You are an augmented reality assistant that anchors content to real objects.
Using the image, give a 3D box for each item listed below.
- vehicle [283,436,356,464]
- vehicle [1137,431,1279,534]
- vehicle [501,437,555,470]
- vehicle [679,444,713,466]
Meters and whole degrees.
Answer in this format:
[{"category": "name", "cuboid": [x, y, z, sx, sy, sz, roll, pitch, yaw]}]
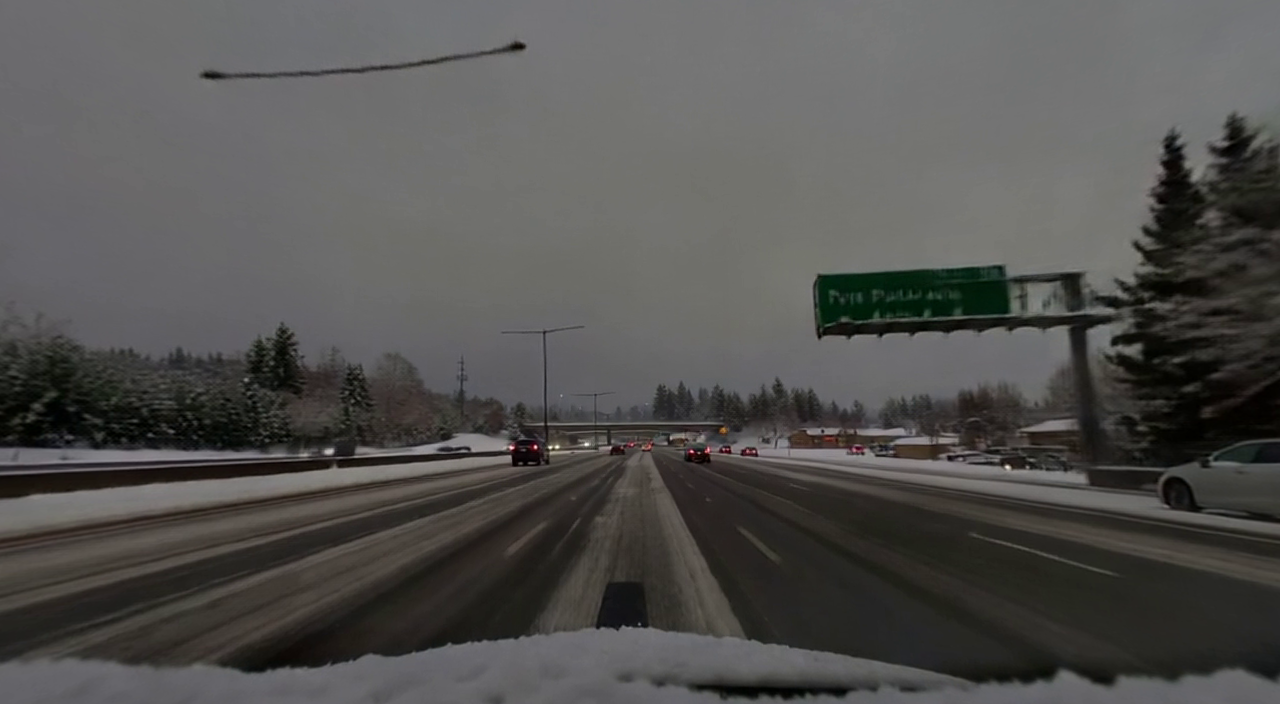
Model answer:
[{"category": "vehicle", "cuboid": [-21.297, 6.564, 41.970, 2.140, 1.739, 5.106, 0, -9, 1]}, {"category": "vehicle", "cuboid": [10.205, 1.899, 9.132, 1.979, 1.467, 4.839, 0, -8, 0]}, {"category": "vehicle", "cuboid": [-6.191, 5.680, 35.373, 2.091, 1.746, 4.437, 0, -9, 2]}, {"category": "vehicle", "cuboid": [3.800, 7.041, 43.155, 1.950, 1.453, 3.378, 0, -9, -1]}]
